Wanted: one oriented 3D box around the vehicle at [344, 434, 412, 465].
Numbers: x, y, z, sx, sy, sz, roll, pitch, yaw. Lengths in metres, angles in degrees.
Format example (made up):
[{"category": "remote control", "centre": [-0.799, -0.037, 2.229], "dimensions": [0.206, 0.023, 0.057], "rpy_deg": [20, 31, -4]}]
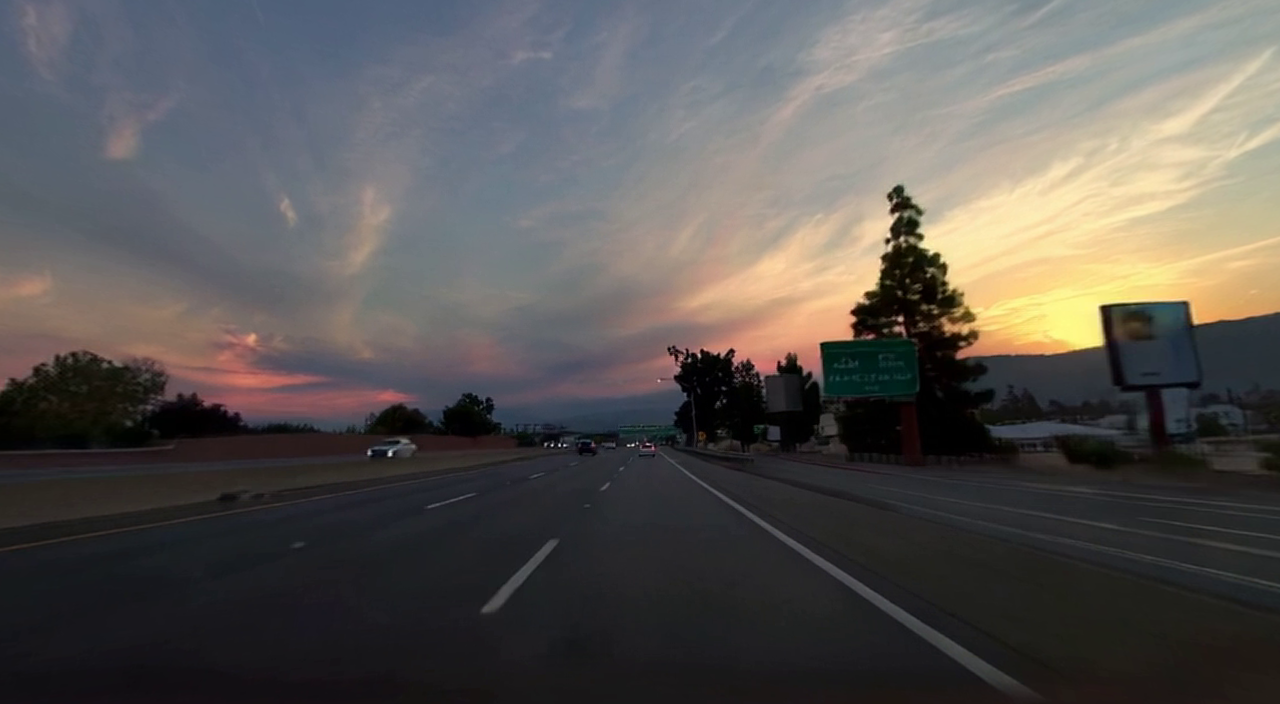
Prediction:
[{"category": "vehicle", "centre": [-17.218, 6.448, 41.684], "dimensions": [2.259, 1.904, 4.708], "rpy_deg": [0, -8, 3]}]
